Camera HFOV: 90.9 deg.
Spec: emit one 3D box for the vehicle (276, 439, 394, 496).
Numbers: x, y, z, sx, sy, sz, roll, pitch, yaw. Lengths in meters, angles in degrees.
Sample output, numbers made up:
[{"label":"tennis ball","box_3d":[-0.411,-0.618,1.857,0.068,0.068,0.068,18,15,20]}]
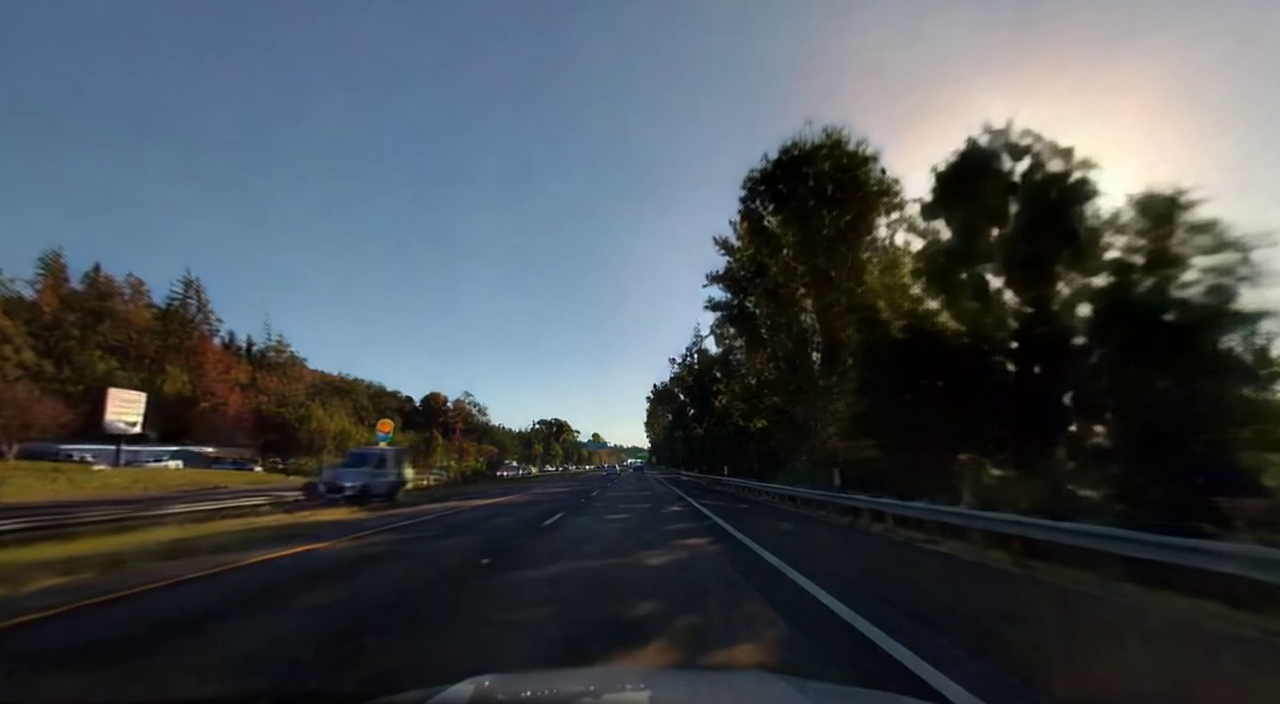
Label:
[{"label":"vehicle","box_3d":[-12.840,4.953,27.015,2.398,2.134,4.990,1,-10,1]}]
